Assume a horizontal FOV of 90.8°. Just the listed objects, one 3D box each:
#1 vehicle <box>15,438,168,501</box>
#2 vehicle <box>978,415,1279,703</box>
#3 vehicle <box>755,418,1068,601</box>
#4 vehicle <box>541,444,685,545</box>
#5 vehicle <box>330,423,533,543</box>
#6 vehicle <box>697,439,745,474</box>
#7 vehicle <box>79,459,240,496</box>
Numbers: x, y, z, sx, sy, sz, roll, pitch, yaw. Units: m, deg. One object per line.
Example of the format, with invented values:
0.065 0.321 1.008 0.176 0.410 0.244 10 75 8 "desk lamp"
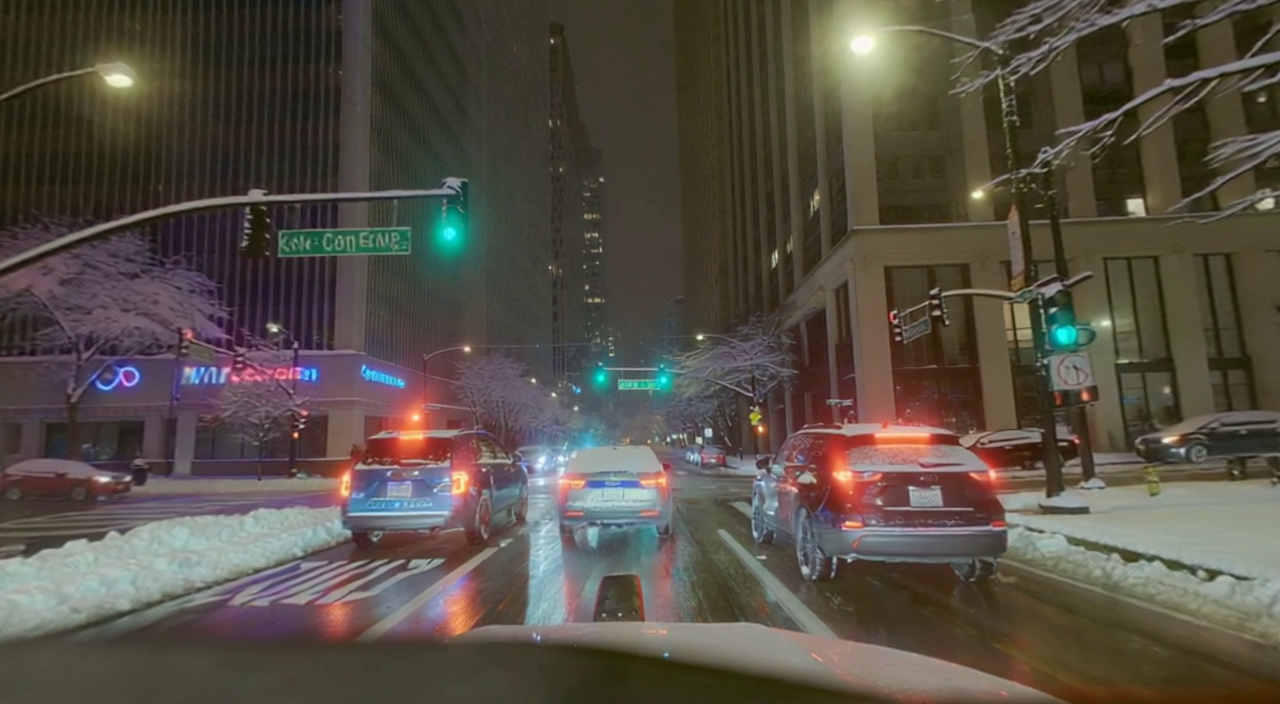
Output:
-30.890 6.581 35.798 5.896 3.276 2.809 0 -8 0 "vehicle"
2.736 0.798 0.991 1.902 1.454 4.540 0 -8 0 "vehicle"
3.039 1.851 8.495 2.072 1.735 4.759 0 -8 0 "vehicle"
-0.416 2.378 11.319 2.092 1.454 4.132 0 -8 -1 "vehicle"
-3.695 2.424 12.532 2.190 1.840 5.272 0 -8 0 "vehicle"
5.651 7.384 44.899 2.420 2.300 5.313 0 -8 -3 "vehicle"
-20.117 5.260 26.612 5.153 1.449 1.966 0 -8 1 "vehicle"
